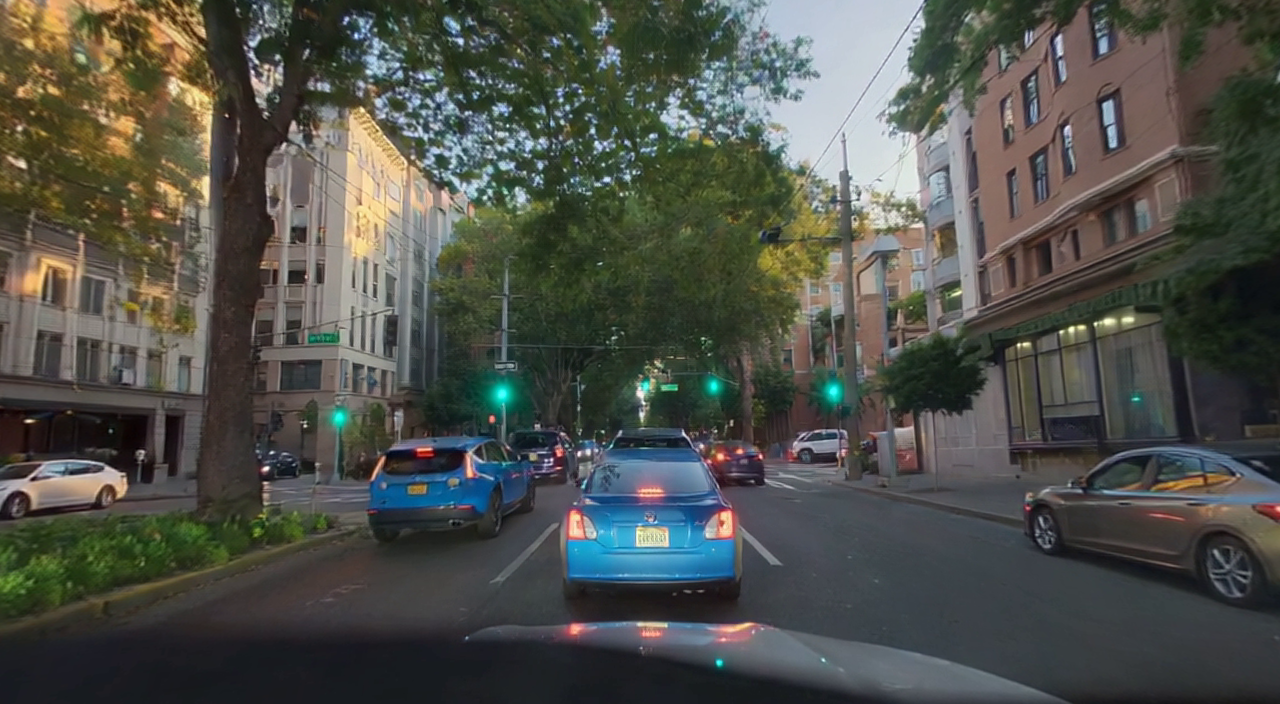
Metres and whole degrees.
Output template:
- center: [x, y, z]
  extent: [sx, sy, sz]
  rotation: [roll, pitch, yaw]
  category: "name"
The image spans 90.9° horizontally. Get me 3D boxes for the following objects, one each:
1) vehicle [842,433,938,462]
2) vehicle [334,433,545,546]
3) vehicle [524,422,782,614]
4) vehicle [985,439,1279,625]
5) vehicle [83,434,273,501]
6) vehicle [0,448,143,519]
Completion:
- center: [16.398, 6.271, 41.501]
  extent: [5.345, 1.811, 2.175]
  rotation: [0, -9, -1]
  category: "vehicle"
- center: [-3.009, 2.162, 10.567]
  extent: [2.131, 1.486, 4.089]
  rotation: [0, -9, 1]
  category: "vehicle"
- center: [0.093, 1.580, 6.806]
  extent: [2.022, 1.481, 3.564]
  rotation: [0, -9, 0]
  category: "vehicle"
- center: [5.985, 1.702, 6.864]
  extent: [1.873, 1.453, 4.579]
  rotation: [0, -9, 0]
  category: "vehicle"
- center: [-16.153, 4.058, 22.662]
  extent: [2.195, 2.053, 5.980]
  rotation: [0, -9, 1]
  category: "vehicle"
- center: [-16.230, 3.445, 17.006]
  extent: [1.914, 1.690, 4.461]
  rotation: [0, -9, 1]
  category: "vehicle"
